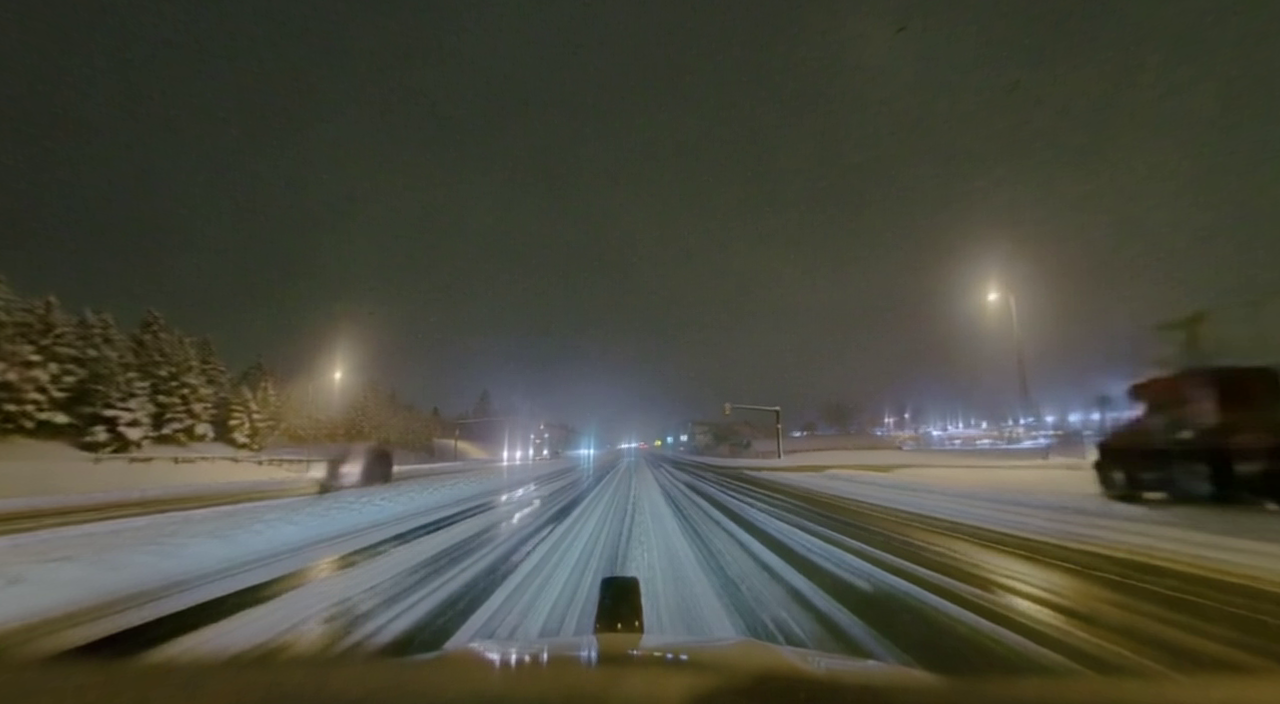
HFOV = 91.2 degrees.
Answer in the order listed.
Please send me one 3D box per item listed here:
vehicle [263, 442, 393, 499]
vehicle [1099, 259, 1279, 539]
[{"bbox_3d":[-11.799,4.496,24.262,2.333,1.934,5.297,0,-9,0],"label":"vehicle"},{"bbox_3d":[10.787,0.684,9.167,2.952,4.015,6.438,0,-9,-1],"label":"vehicle"}]
